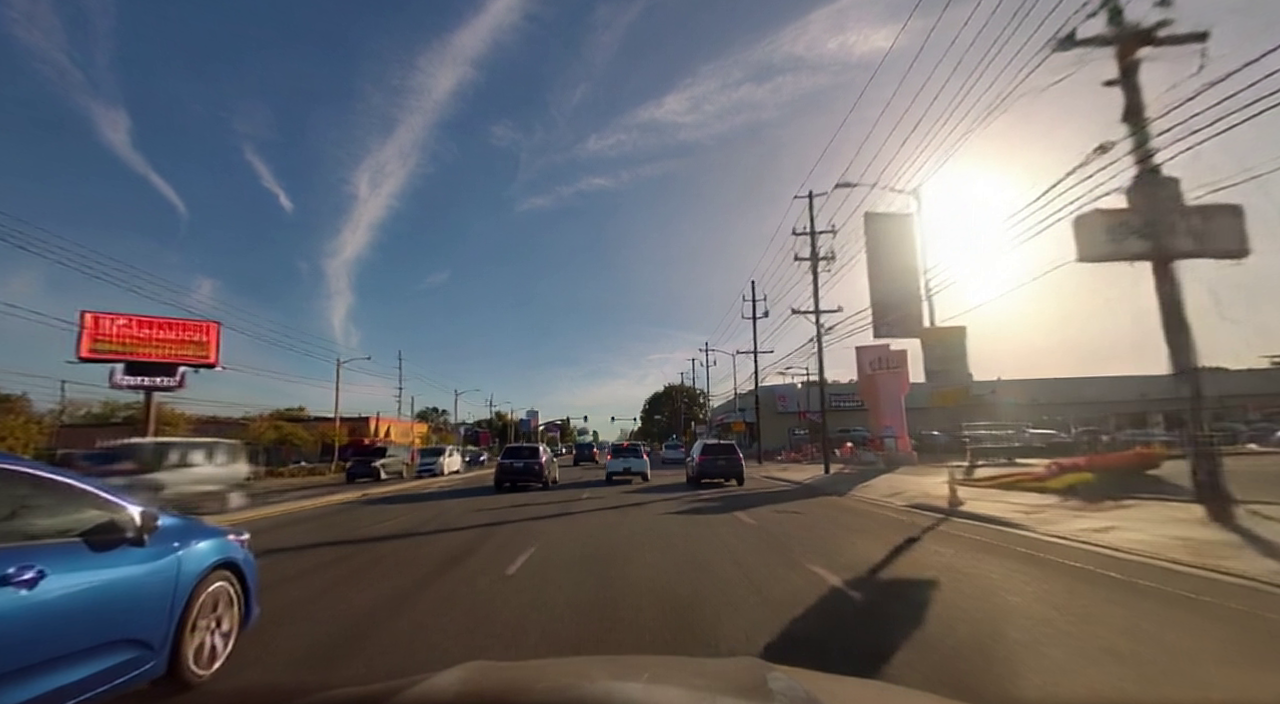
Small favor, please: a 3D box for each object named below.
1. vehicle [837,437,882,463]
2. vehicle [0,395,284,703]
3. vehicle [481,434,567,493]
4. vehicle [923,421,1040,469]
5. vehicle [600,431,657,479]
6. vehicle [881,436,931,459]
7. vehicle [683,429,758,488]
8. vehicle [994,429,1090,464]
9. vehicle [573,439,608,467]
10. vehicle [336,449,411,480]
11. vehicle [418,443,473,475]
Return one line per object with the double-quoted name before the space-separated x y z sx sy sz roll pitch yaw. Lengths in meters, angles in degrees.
"vehicle" 14.729 6.511 42.197 1.990 1.597 4.475 -5 -10 29
"vehicle" -3.339 0.849 1.840 2.022 1.498 4.471 0 -8 -1
"vehicle" -3.603 3.522 20.337 2.051 1.671 3.861 0 -8 0
"vehicle" 16.122 4.474 30.317 2.409 1.981 5.809 -2 -9 1
"vehicle" -0.535 4.523 27.879 2.326 1.925 4.253 0 -8 -2
"vehicle" 19.215 6.900 45.860 1.883 1.499 4.403 -1 -8 3
"vehicle" 2.774 3.763 22.682 2.026 1.904 4.102 0 -8 -2
"vehicle" 19.269 4.581 30.532 1.941 1.536 3.956 0 -9 -1
"vehicle" -3.827 7.914 49.689 2.405 2.009 5.909 0 -8 -1
"vehicle" -15.021 6.325 35.910 2.258 1.586 4.820 0 -8 -1
"vehicle" -11.655 6.439 38.220 2.016 1.773 4.433 0 -8 -1
